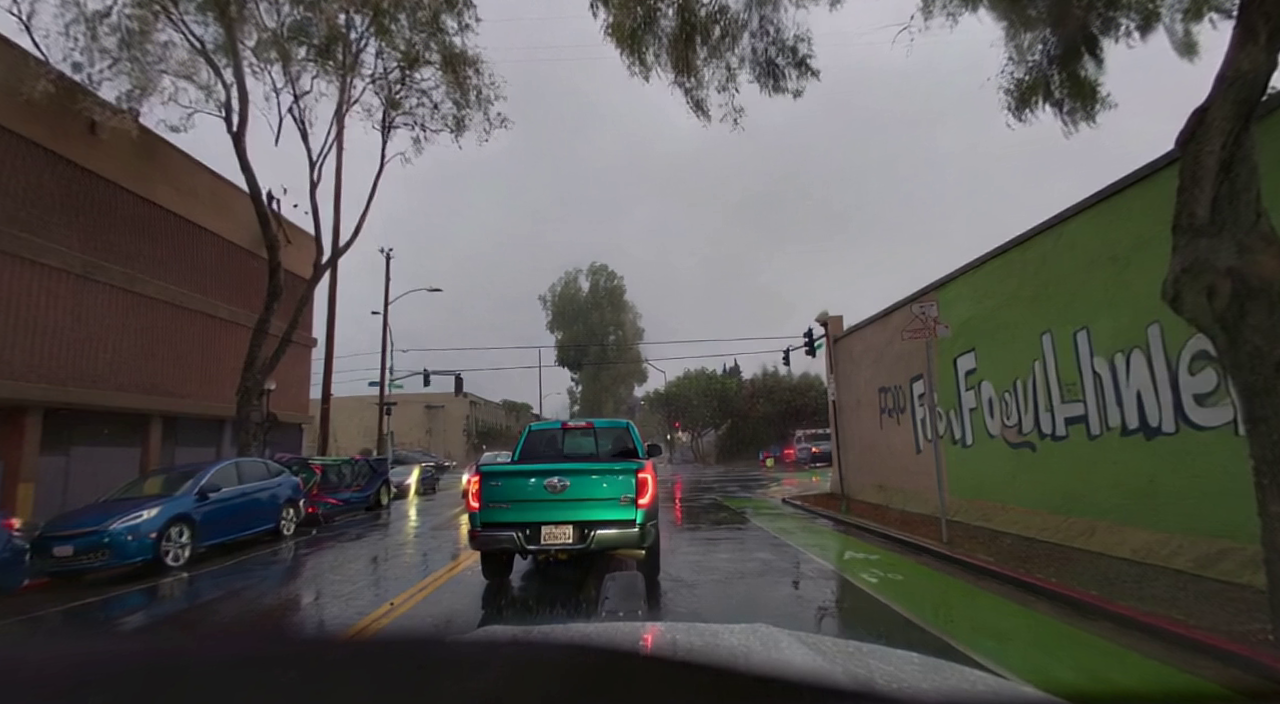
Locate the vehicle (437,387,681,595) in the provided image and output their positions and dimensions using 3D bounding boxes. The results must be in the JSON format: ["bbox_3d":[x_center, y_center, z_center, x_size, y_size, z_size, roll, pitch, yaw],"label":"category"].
[{"bbox_3d":[-0.709,1.603,8.143,2.215,1.882,4.611,0,-8,1],"label":"vehicle"}]

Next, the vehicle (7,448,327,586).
[{"bbox_3d":[-7.165,2.453,10.376,1.882,1.686,4.489,0,-8,-2],"label":"vehicle"}]

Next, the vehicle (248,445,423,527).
[{"bbox_3d":[-7.383,3.237,16.063,1.884,1.730,5.076,0,-8,0],"label":"vehicle"}]
